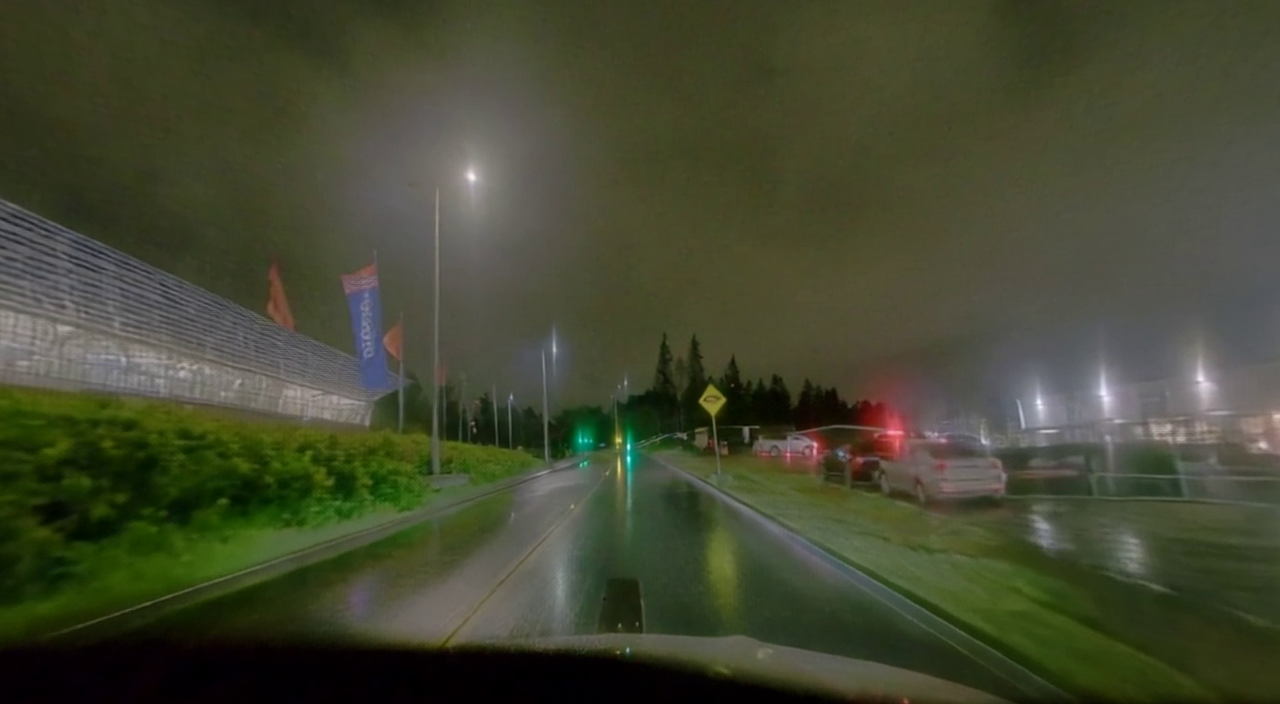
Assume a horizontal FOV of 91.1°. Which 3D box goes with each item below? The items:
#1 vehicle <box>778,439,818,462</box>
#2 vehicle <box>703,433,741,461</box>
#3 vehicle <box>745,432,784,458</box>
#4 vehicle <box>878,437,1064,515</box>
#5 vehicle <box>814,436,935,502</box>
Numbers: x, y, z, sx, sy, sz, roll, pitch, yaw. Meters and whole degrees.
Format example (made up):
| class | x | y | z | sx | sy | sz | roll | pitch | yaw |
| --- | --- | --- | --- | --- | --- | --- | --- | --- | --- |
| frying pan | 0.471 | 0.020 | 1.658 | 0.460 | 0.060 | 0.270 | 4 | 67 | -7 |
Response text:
| class | x | y | z | sx | sy | sz | roll | pitch | yaw |
| --- | --- | --- | --- | --- | --- | --- | --- | --- | --- |
| vehicle | 11.050 | 6.888 | 44.105 | 1.819 | 1.494 | 3.834 | 0 | -9 | 0 |
| vehicle | 5.754 | 6.757 | 44.509 | 1.977 | 1.860 | 4.237 | 0 | -9 | -2 |
| vehicle | 8.555 | 6.477 | 43.613 | 1.924 | 1.713 | 4.627 | -1 | -9 | 2 |
| vehicle | 7.303 | 2.752 | 14.445 | 1.909 | 1.496 | 4.079 | 0 | -9 | -2 |
| vehicle | 6.986 | 3.463 | 19.276 | 1.961 | 1.648 | 4.260 | -2 | -7 | -1 |
